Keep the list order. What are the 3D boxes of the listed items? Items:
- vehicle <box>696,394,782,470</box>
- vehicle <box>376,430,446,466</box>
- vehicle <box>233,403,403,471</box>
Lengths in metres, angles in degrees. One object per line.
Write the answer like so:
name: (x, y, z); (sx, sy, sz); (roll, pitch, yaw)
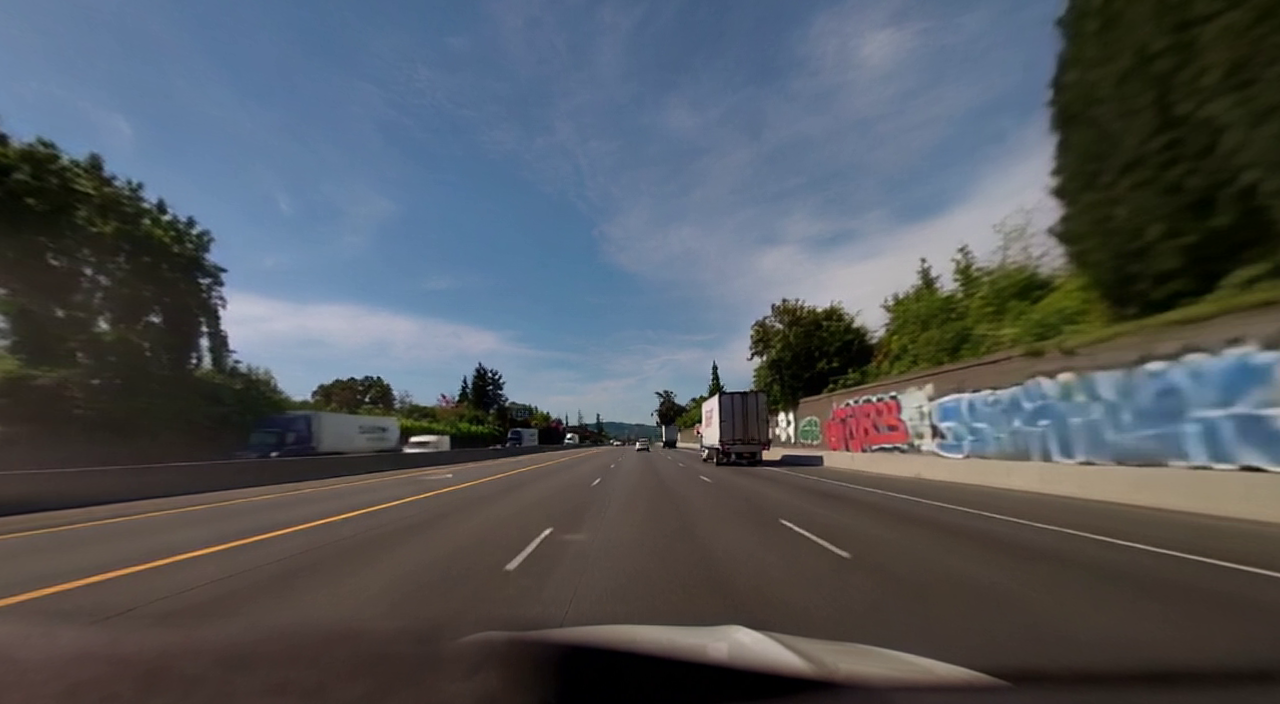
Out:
vehicle: (5.083, 4.457, 34.648); (2.949, 3.470, 10.539); (-1, -8, 0)
vehicle: (-12.320, 5.197, 34.287); (2.068, 1.781, 4.678); (-1, -8, 0)
vehicle: (-20.939, 5.858, 43.200); (2.850, 3.711, 17.121); (-1, -8, 0)
